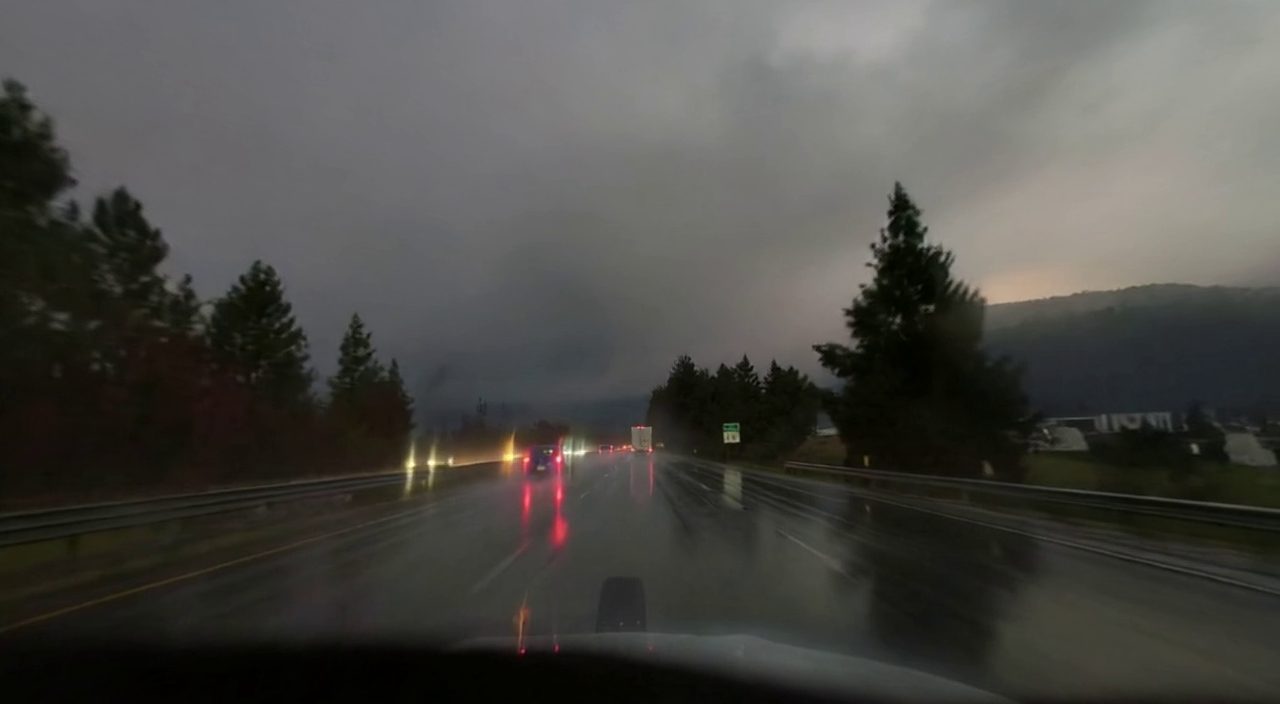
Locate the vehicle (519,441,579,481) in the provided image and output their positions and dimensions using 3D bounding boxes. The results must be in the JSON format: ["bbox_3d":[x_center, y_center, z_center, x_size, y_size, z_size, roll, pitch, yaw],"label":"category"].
[{"bbox_3d":[-3.820,4.658,27.099,2.018,1.548,3.849,0,-9,0],"label":"vehicle"}]
